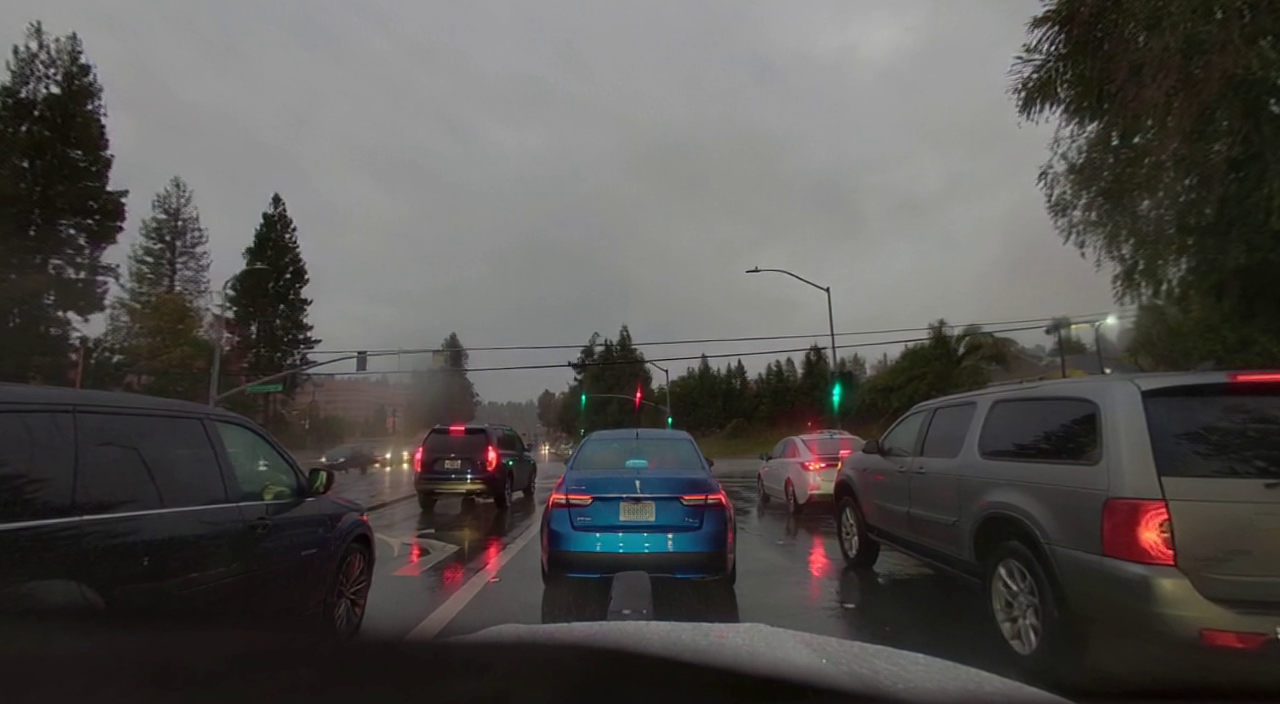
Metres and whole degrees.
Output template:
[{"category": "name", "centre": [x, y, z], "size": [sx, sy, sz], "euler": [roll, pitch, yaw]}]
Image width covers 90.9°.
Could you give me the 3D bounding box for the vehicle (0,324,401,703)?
[{"category": "vehicle", "centre": [-3.123, 0.954, 3.310], "size": [1.982, 1.721, 4.261], "euler": [0, -8, 1]}]

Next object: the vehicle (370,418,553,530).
[{"category": "vehicle", "centre": [-3.179, 2.300, 12.454], "size": [2.117, 1.772, 4.619], "euler": [0, -8, 2]}]

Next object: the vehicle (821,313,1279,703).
[{"category": "vehicle", "centre": [3.215, 1.101, 4.735], "size": [2.141, 1.833, 4.704], "euler": [0, -8, -2]}]

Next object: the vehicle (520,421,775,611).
[{"category": "vehicle", "centre": [0.022, 1.598, 7.046], "size": [2.021, 1.490, 3.948], "euler": [0, -8, -1]}]
